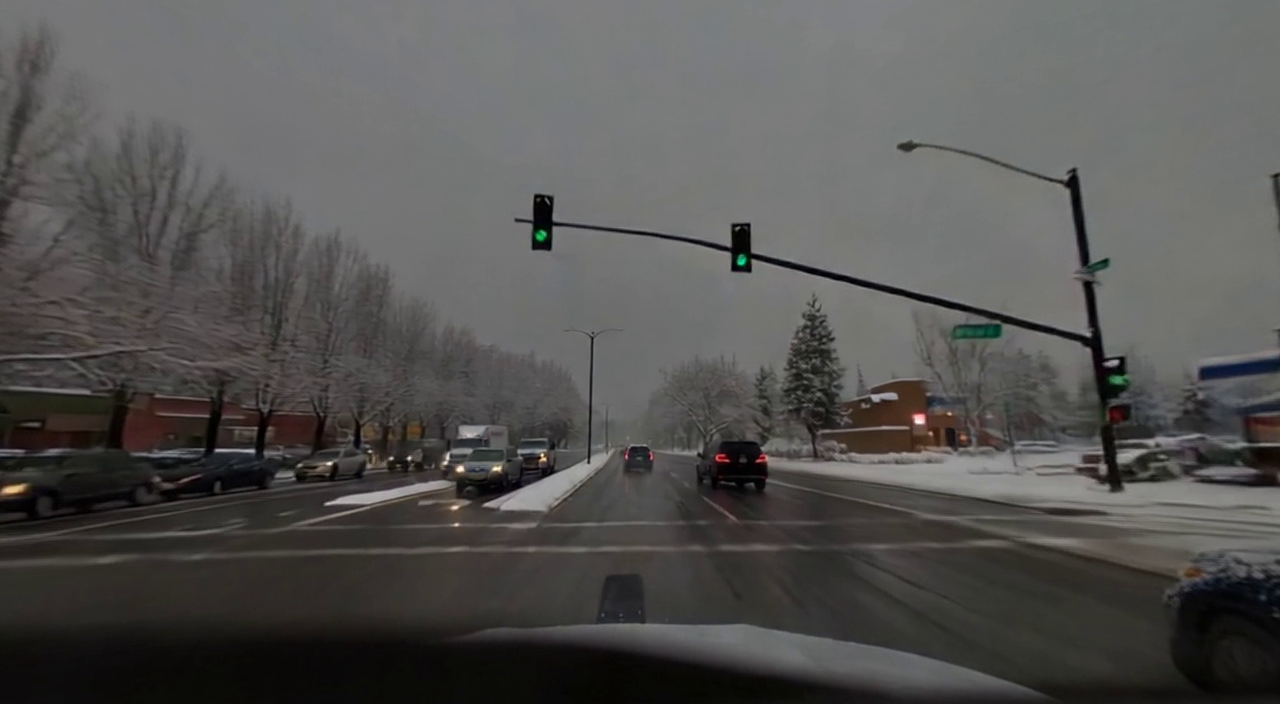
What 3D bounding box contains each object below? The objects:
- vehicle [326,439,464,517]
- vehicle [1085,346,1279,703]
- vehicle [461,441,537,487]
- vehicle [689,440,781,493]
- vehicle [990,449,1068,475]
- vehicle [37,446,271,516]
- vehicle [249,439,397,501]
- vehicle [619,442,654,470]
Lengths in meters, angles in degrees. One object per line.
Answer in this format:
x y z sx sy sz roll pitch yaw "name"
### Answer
-5.437 2.798 14.690 1.972 1.466 4.493 2 -8 -8 "vehicle"
3.640 0.604 1.036 2.117 1.689 5.113 0 -8 1 "vehicle"
-5.150 4.102 23.671 1.953 1.526 4.349 0 -8 -1 "vehicle"
2.853 3.576 20.105 2.061 1.487 4.462 0 -8 -3 "vehicle"
24.276 6.853 39.630 1.894 1.485 4.606 0 -8 -1 "vehicle"
-12.399 3.279 16.741 2.186 1.532 5.087 0 -8 -1 "vehicle"
-8.974 3.348 18.435 2.165 1.557 4.515 0 -9 -3 "vehicle"
-0.255 6.373 38.780 2.029 1.605 3.827 0 -8 -2 "vehicle"
